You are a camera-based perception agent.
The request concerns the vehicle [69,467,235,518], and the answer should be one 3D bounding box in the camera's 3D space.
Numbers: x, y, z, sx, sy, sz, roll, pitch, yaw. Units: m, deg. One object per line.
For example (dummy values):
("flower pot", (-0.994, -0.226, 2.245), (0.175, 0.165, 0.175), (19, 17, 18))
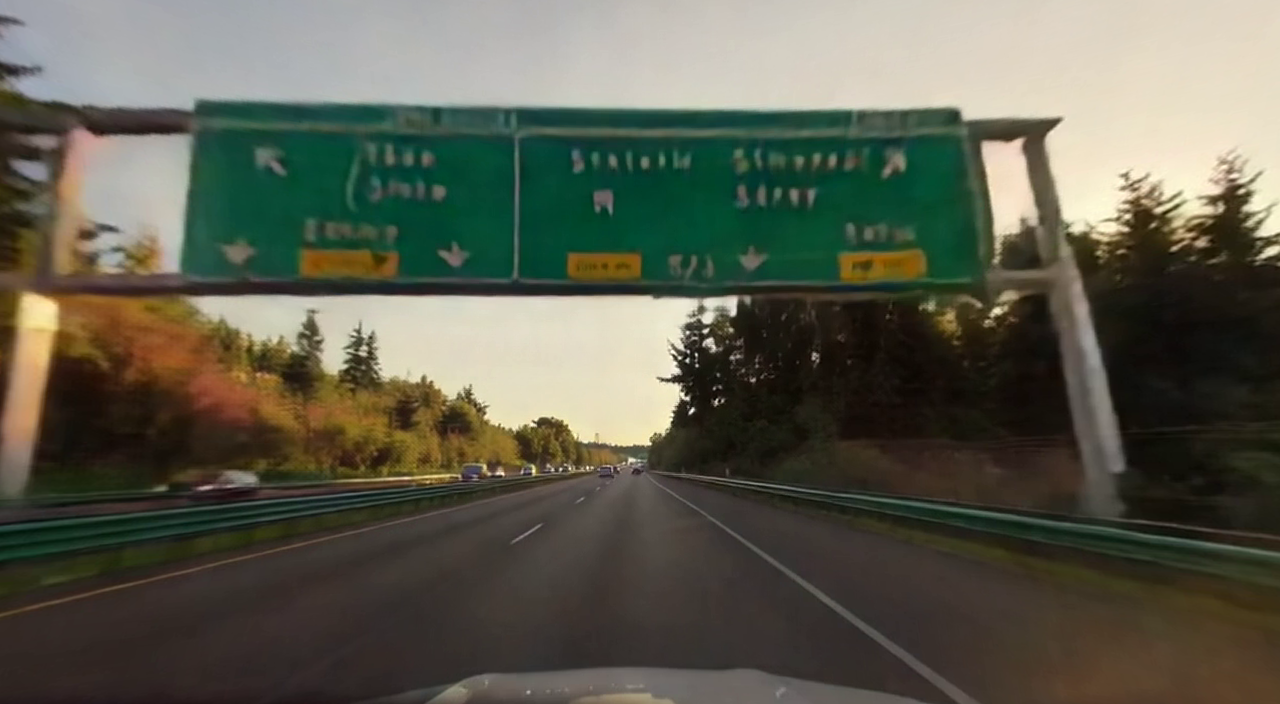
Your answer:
("vehicle", (-16.026, 4.603, 21.067), (1.918, 1.458, 4.498), (1, -11, 0))
